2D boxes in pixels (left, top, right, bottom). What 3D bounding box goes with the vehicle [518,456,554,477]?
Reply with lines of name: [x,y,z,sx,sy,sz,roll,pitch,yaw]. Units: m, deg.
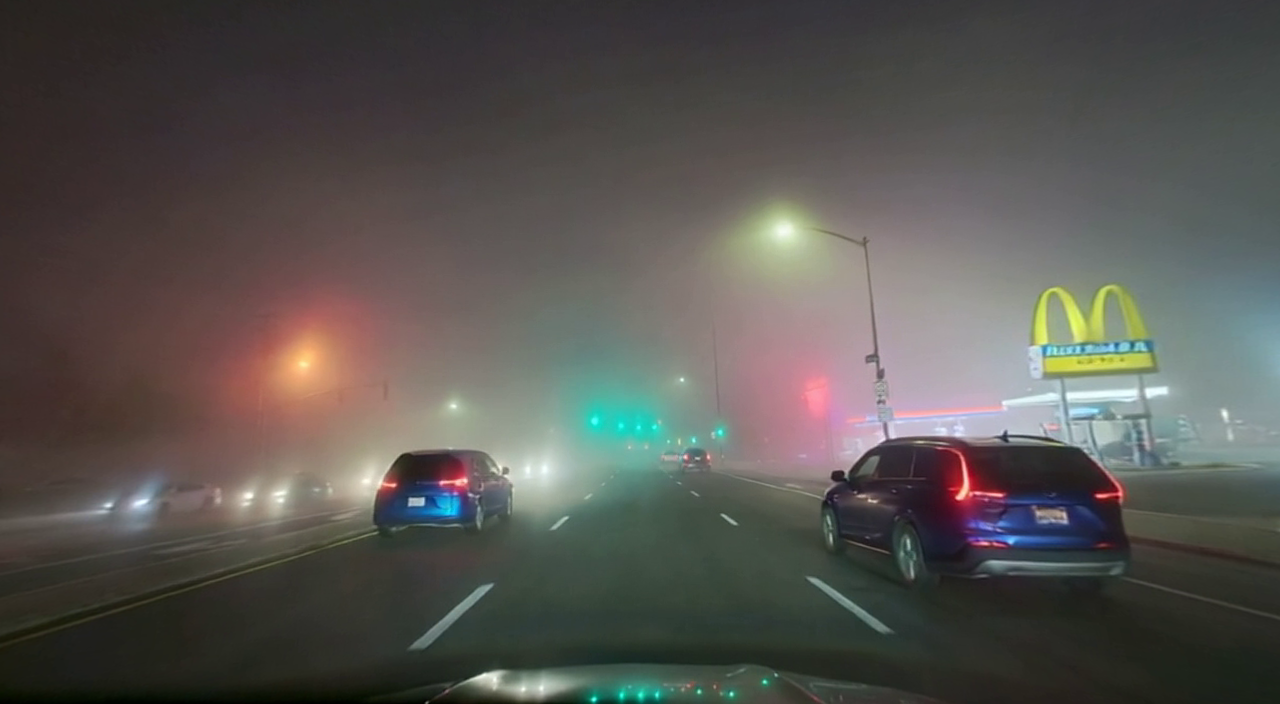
vehicle: [-8.066,8.898,49.349,2.056,1.519,4.383,-1,-9,1]

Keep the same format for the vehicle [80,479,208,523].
vehicle: [-21.255,6.370,27.371,1.852,1.484,4.507,-1,-9,0]

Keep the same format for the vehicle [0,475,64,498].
vehicle: [-47.935,10.339,48.722,4.703,1.655,2.148,0,-10,-1]

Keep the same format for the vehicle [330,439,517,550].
vehicle: [-3.616,2.431,11.455,1.935,1.617,4.045,-1,-9,0]

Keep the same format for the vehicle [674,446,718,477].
vehicle: [3.268,6.525,37.848,2.066,1.699,4.419,0,-9,-2]

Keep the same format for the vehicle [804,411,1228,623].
vehicle: [3.582,1.653,7.327,2.085,1.655,4.459,0,-9,-1]

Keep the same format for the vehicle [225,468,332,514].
vehicle: [-14.195,5.454,25.107,1.851,1.540,4.025,-1,-9,1]
